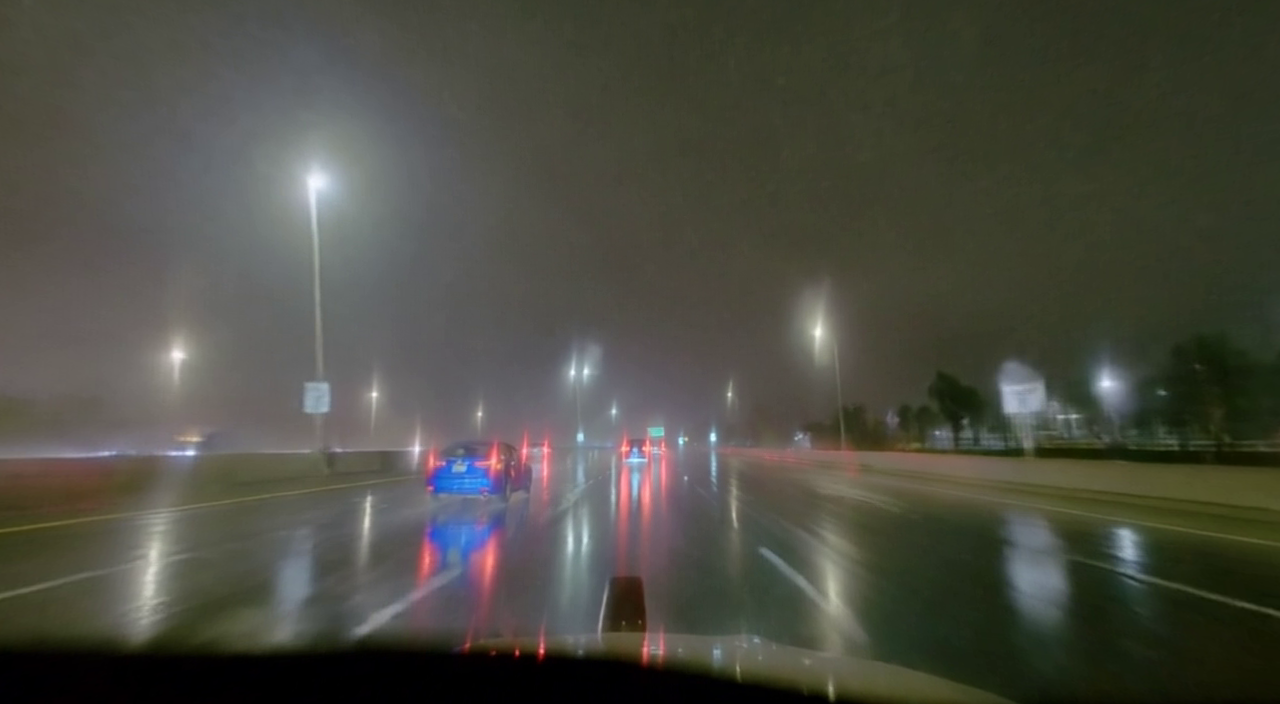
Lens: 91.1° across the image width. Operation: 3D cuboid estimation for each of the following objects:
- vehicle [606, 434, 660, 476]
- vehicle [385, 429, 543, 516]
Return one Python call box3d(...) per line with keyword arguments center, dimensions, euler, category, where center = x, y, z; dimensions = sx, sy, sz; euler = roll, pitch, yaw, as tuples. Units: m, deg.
box3d(center=(-0.246, 4.460, 27.372), dimensions=(2.155, 1.690, 4.318), euler=(0, -9, 1), category="vehicle")
box3d(center=(-3.664, 2.606, 14.101), dimensions=(2.124, 1.607, 4.531), euler=(0, -9, 2), category="vehicle")
